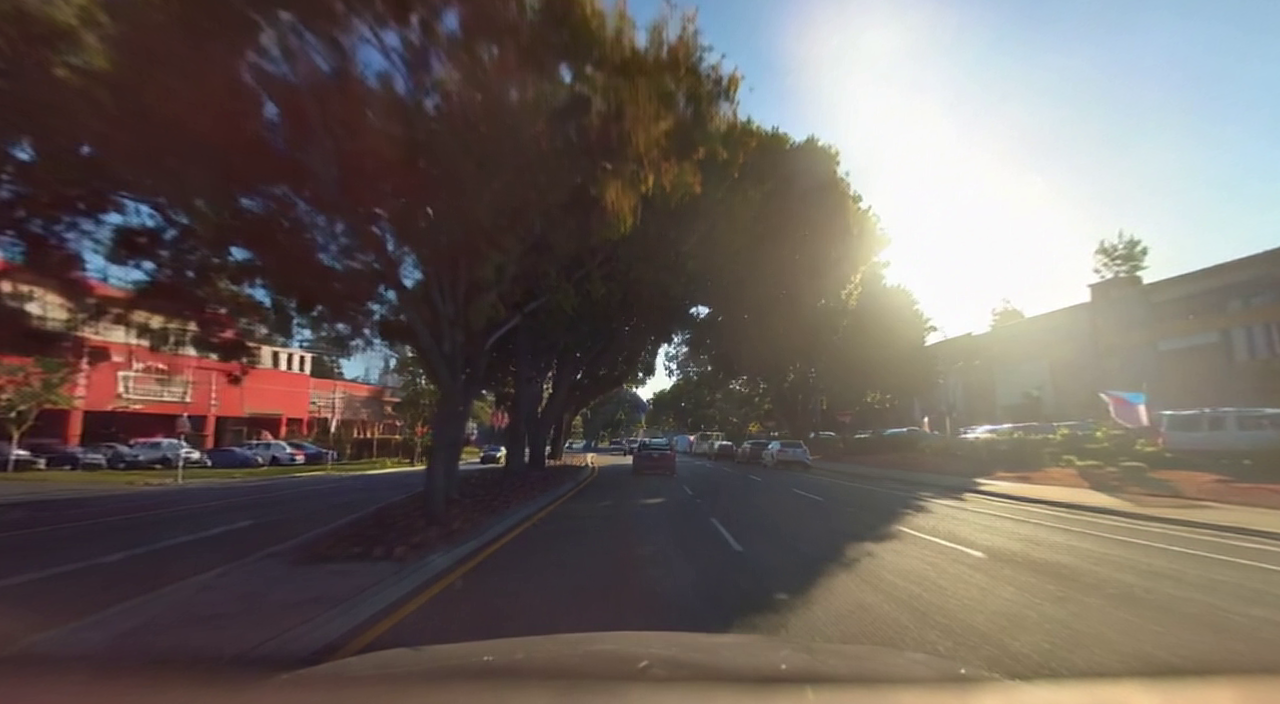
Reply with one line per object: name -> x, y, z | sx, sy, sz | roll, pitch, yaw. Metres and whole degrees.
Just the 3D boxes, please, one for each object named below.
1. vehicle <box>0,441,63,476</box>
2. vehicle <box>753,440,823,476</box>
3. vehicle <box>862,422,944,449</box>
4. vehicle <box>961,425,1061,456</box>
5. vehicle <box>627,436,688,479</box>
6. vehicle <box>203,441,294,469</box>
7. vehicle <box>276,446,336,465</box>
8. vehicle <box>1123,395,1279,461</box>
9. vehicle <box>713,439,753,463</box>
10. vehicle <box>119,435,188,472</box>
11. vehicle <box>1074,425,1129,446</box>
vehicle -> -32.432, 5.595, 33.471 | 5.148, 1.674, 2.163 | -8, -11, 44
vehicle -> 6.606, 4.791, 28.663 | 2.016, 1.479, 4.532 | 0, -9, -1
vehicle -> 19.615, 6.273, 47.140 | 5.117, 1.905, 2.075 | 0, -9, 0
vehicle -> 19.669, 4.699, 33.513 | 4.059, 1.563, 1.995 | 1, -9, -2
vehicle -> 0.555, 3.982, 23.996 | 2.091, 1.472, 4.697 | 0, -9, -1
vehicle -> -26.800, 7.036, 43.266 | 4.853, 1.788, 2.059 | 0, -8, 1
vehicle -> -25.742, 7.957, 48.628 | 3.574, 1.399, 1.754 | 0, -9, 1
vehicle -> 19.294, 2.441, 19.918 | 6.173, 1.962, 2.208 | 0, -9, 0
vehicle -> 6.626, 7.116, 45.433 | 2.105, 1.646, 4.612 | 0, -9, -2
vehicle -> -28.834, 5.945, 37.255 | 5.346, 1.985, 2.207 | -8, -11, 42
vehicle -> 33.131, 6.048, 45.382 | 1.797, 1.426, 4.346 | -3, -9, 17
